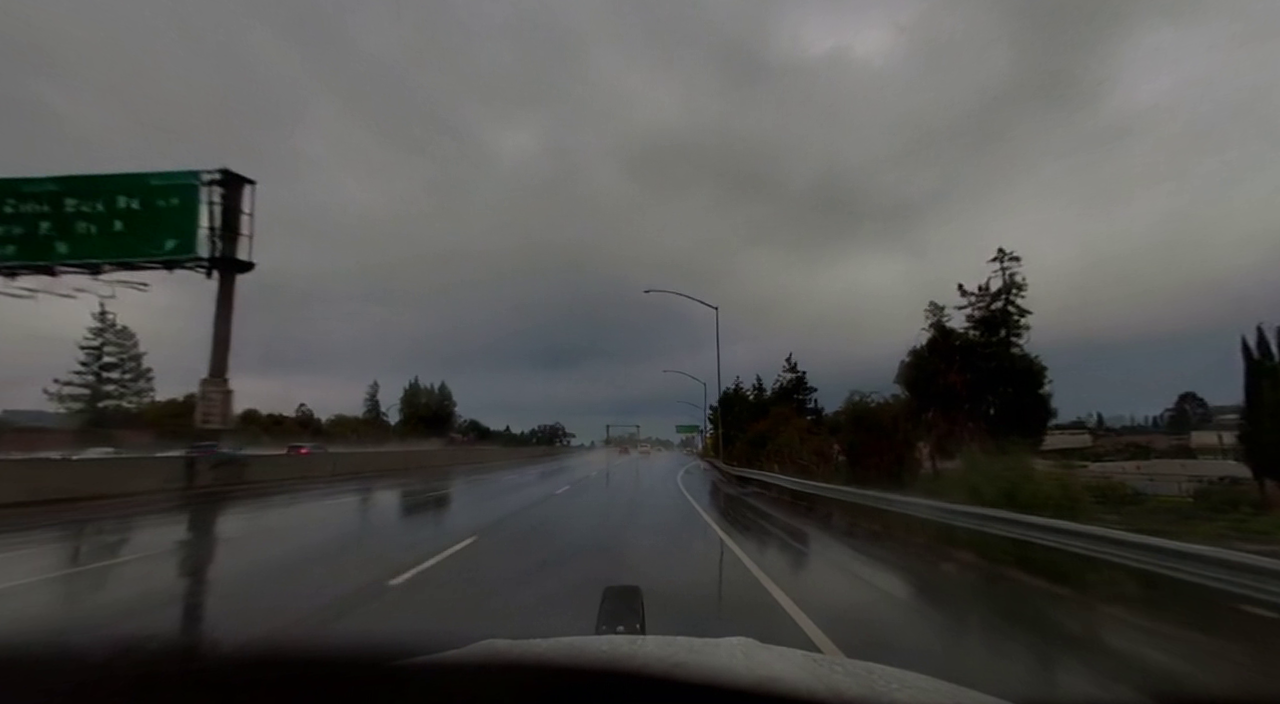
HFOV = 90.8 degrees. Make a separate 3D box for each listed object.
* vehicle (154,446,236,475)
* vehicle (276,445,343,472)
[{"bbox_3d":[-25.156,6.132,35.939,1.829,1.520,4.505,1,-9,-7],"label":"vehicle"},{"bbox_3d":[-20.428,6.570,39.241,2.271,1.537,4.029,1,-9,-6],"label":"vehicle"}]
